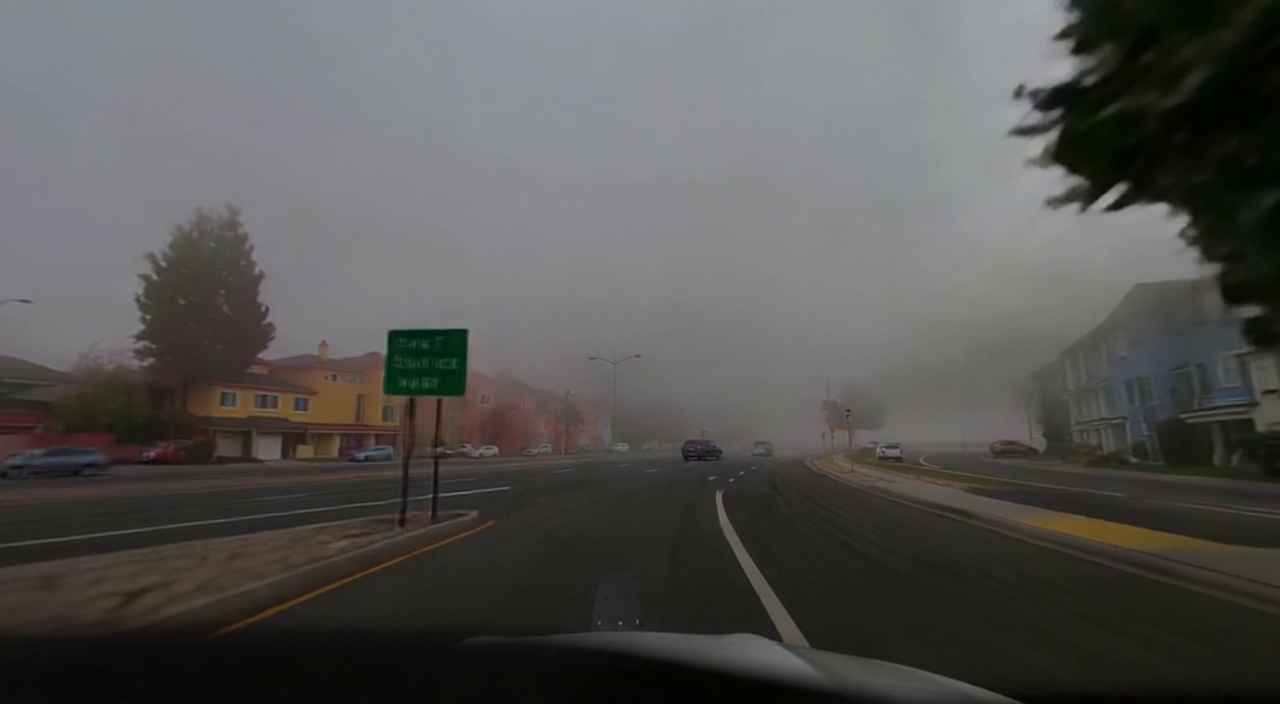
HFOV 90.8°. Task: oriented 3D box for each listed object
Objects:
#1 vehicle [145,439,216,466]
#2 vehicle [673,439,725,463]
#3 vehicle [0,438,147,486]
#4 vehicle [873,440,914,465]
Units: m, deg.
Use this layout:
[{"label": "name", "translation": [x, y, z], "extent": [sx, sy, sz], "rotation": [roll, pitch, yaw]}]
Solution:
[{"label": "vehicle", "translation": [-32.211, 7.028, 44.293], "extent": [4.418, 1.746, 1.925], "rotation": [-4, -9, 24]}, {"label": "vehicle", "translation": [4.063, 6.693, 42.827], "extent": [2.081, 1.489, 4.863], "rotation": [-4, -9, 24]}, {"label": "vehicle", "translation": [-20.364, 3.918, 22.766], "extent": [1.753, 1.553, 3.575], "rotation": [-3, -9, 17]}, {"label": "vehicle", "translation": [18.237, 7.297, 45.644], "extent": [1.988, 1.487, 4.479], "rotation": [-3, -13, 12]}]
